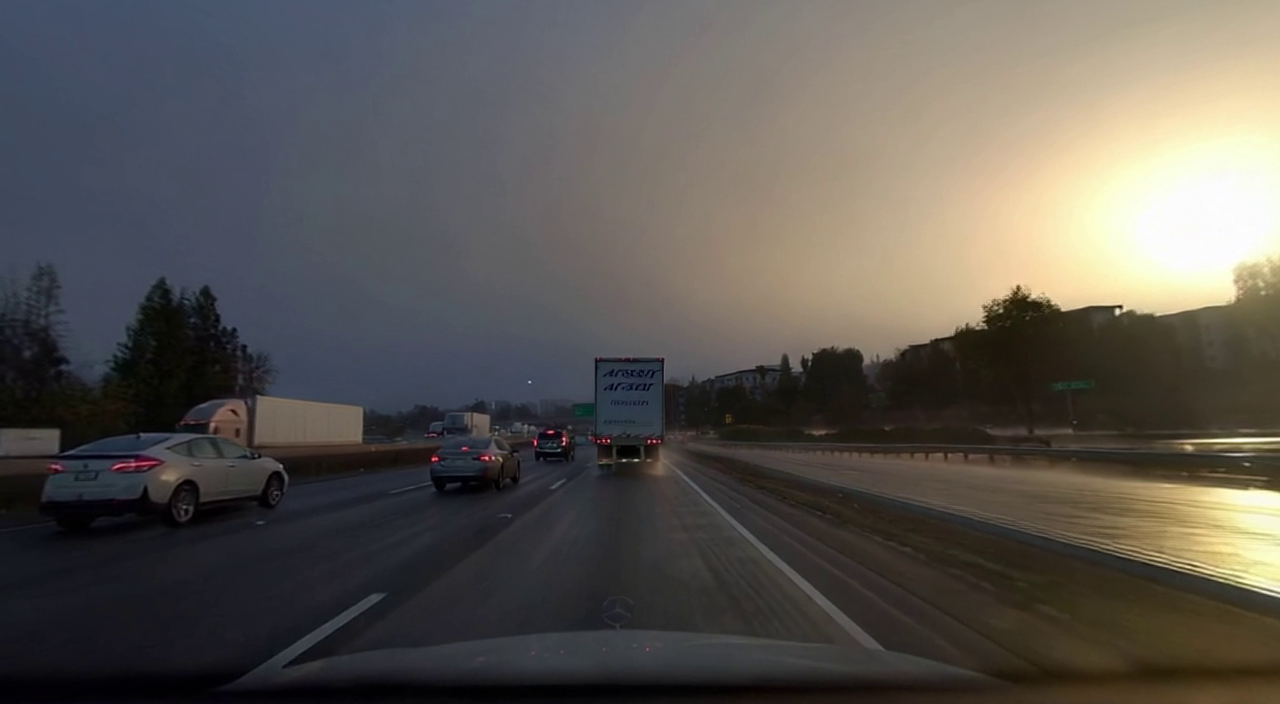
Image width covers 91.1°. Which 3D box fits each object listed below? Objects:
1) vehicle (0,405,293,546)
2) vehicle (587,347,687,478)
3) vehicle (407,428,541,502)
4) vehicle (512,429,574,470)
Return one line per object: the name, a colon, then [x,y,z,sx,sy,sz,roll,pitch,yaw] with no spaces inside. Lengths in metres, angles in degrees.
vehicle: [-7.750,1.808,9.927,1.998,1.698,4.461,0,-8,-1]
vehicle: [-0.240,2.654,25.771,3.171,4.204,11.036,0,-8,-2]
vehicle: [-3.753,2.611,15.088,1.964,1.507,4.361,0,-8,1]
vehicle: [-4.010,4.096,26.759,1.946,1.599,4.073,0,-8,1]
